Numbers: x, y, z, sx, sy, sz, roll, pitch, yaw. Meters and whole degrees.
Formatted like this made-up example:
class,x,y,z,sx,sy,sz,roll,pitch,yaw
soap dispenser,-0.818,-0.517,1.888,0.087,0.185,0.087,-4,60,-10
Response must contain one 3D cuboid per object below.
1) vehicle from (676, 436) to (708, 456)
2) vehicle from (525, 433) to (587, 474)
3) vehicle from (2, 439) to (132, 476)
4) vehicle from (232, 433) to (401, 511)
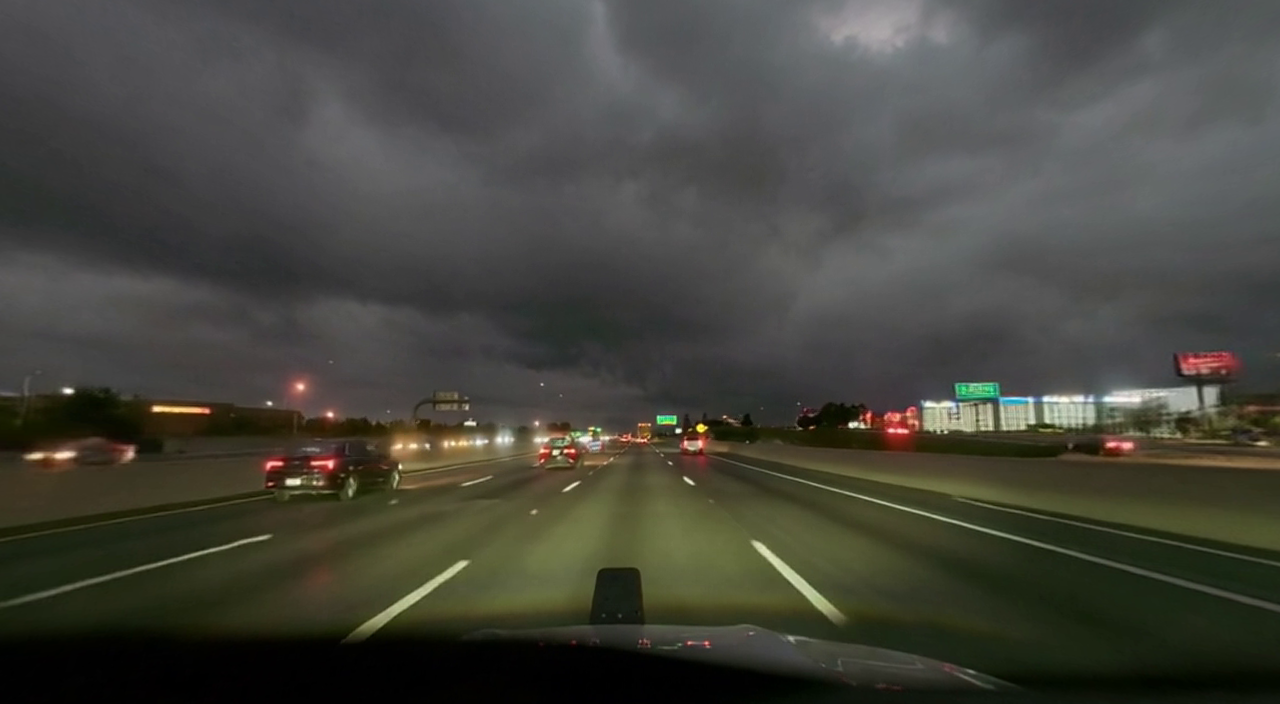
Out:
class,x,y,z,sx,sy,sz,roll,pitch,yaw
vehicle,4.055,7.449,49.813,2.135,1.532,4.506,0,-9,0
vehicle,-3.462,4.289,26.766,2.001,1.577,4.055,0,-9,1
vehicle,-27.051,4.990,29.960,1.943,1.590,4.436,0,-9,0
vehicle,-7.156,2.670,14.413,1.865,1.518,3.620,0,-9,1
